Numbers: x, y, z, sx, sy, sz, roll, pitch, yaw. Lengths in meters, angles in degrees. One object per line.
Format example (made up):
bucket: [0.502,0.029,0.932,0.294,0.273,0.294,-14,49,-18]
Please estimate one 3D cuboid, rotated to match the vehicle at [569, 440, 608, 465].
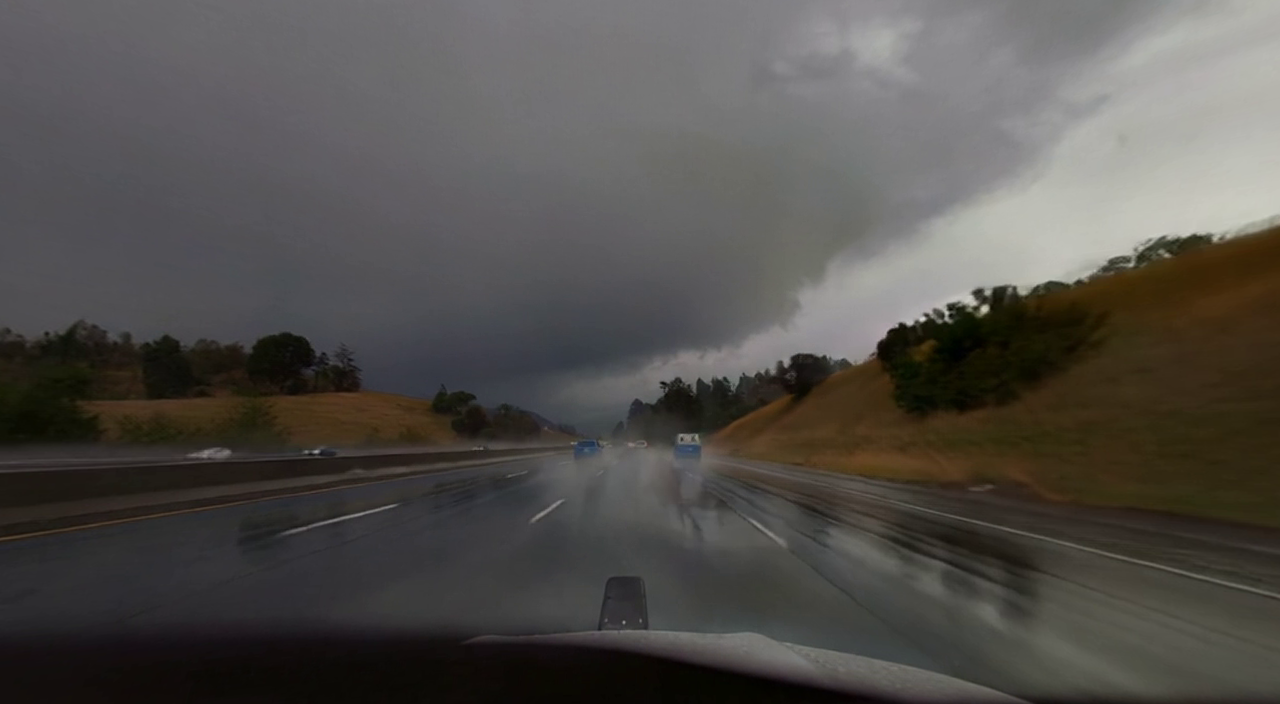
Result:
vehicle: [-3.381,6.690,42.032,2.159,1.562,4.441,0,-8,1]
